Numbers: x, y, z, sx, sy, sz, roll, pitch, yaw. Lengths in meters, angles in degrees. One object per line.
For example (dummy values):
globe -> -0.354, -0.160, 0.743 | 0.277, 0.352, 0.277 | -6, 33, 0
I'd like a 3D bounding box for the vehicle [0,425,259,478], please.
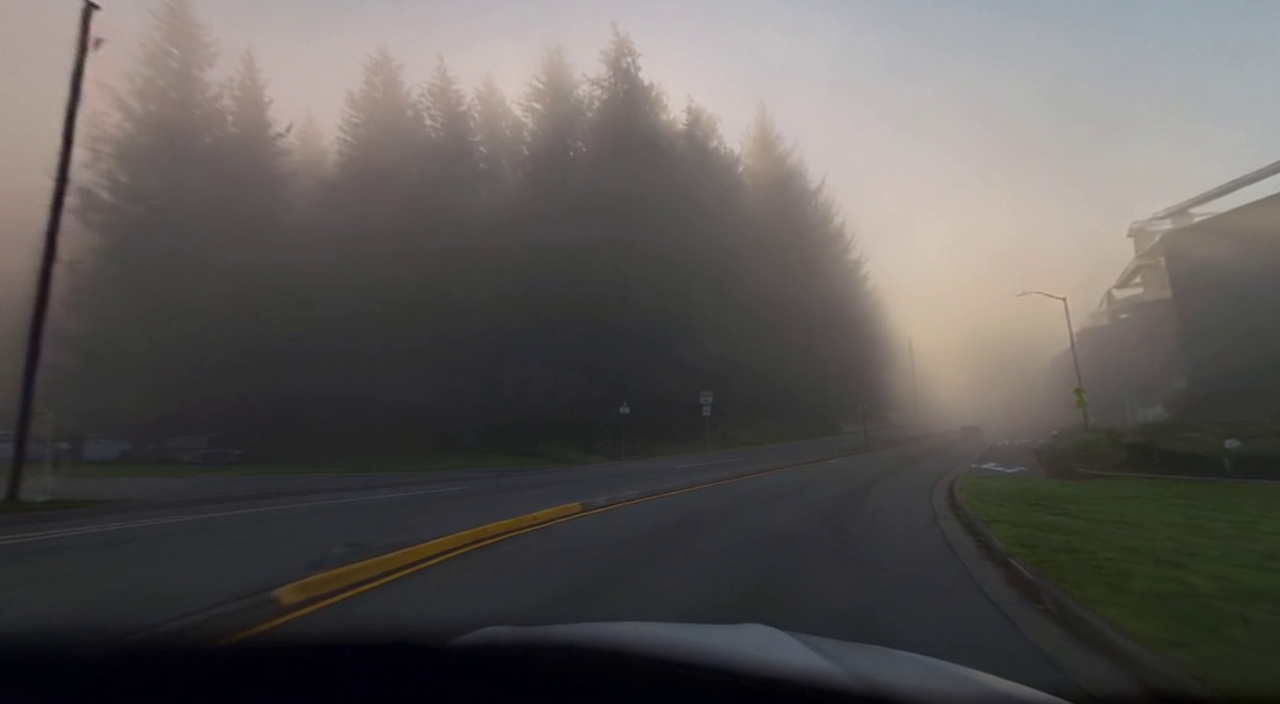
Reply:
vehicle -> -27.671, 5.156, 33.314 | 2.837, 2.354, 12.960 | -5, -9, 28
